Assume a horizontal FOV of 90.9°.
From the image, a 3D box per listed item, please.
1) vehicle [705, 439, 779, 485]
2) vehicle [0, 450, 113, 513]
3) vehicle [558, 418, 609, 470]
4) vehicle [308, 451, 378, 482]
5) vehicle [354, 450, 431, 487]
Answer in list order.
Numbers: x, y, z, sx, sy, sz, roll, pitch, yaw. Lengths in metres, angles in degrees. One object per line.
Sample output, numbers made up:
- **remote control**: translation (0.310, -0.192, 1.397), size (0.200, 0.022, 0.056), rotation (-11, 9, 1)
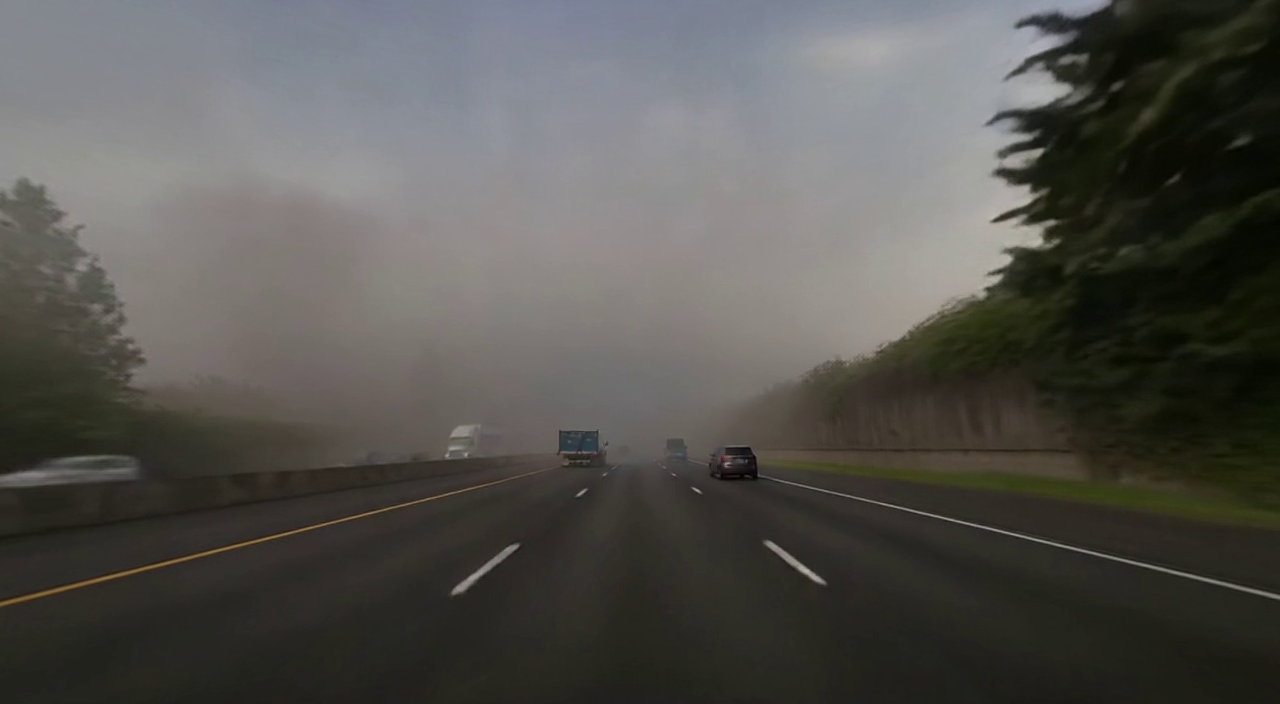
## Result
- **vehicle**: translation (3.707, 4.080, 23.625), size (1.983, 1.545, 4.038), rotation (0, -9, -1)
- **vehicle**: translation (-19.266, 3.946, 19.525), size (1.935, 1.800, 4.470), rotation (0, -9, 0)
- **vehicle**: translation (-3.669, 6.255, 42.524), size (2.667, 3.195, 6.731), rotation (0, -9, 1)
- **vehicle**: translation (-15.612, 6.020, 33.391), size (1.692, 1.483, 4.077), rotation (0, -9, 0)
- **vehicle**: translation (-11.367, 5.345, 29.300), size (1.803, 1.570, 4.402), rotation (0, -9, 0)
